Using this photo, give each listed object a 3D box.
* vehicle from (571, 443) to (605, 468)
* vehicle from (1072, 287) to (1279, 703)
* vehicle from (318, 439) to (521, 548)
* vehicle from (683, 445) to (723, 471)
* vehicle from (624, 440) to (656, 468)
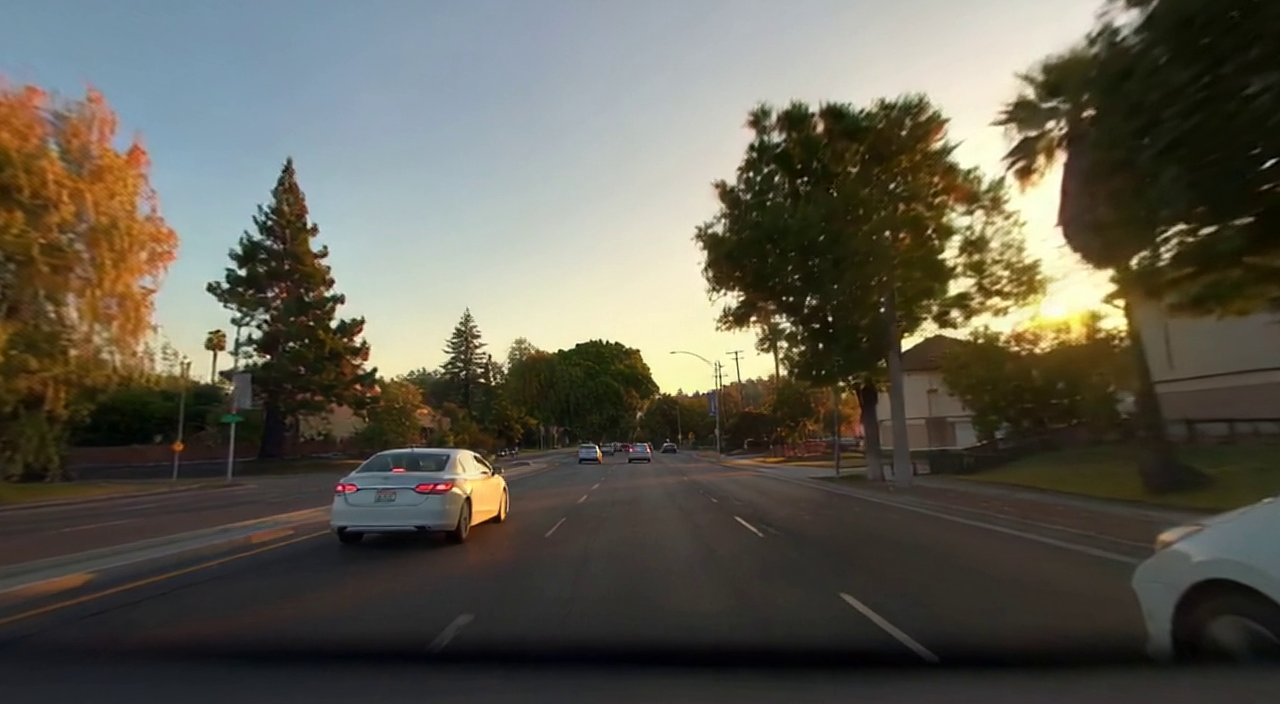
[{"bbox_3d":[-3.456,6.893,42.366,2.000,1.569,3.794,0,-8,-1],"label":"vehicle"},{"bbox_3d":[3.618,0.590,1.621,2.125,1.937,3.924,0,-8,-1],"label":"vehicle"},{"bbox_3d":[-3.398,2.239,10.803,1.844,1.451,4.543,0,-8,0],"label":"vehicle"},{"bbox_3d":[3.732,6.327,38.058,1.830,1.451,4.009,0,-8,-2],"label":"vehicle"},{"bbox_3d":[-0.057,6.780,42.252,2.043,1.734,4.253,0,-8,-2],"label":"vehicle"}]
